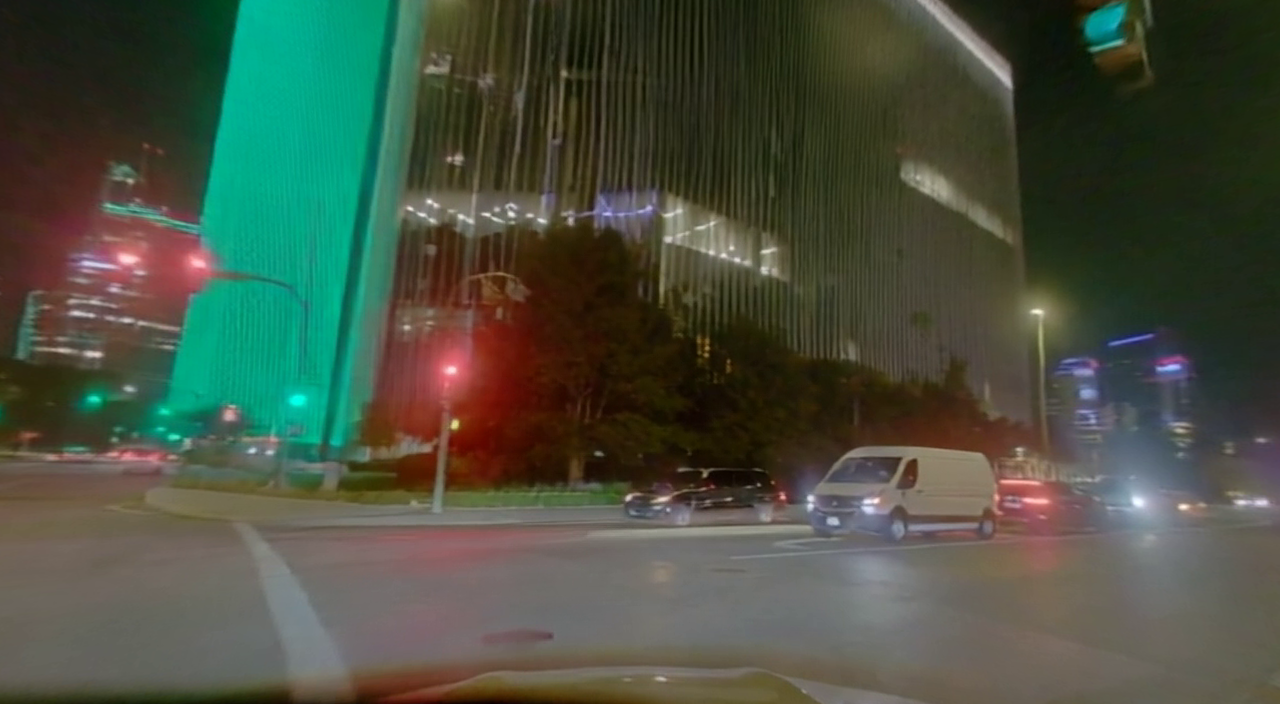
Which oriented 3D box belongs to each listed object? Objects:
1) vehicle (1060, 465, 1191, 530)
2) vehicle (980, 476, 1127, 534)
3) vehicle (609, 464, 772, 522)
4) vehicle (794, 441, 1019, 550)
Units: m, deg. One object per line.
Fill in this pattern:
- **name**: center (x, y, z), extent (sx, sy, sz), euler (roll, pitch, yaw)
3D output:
- **vehicle**: center (17.380, 5.091, 22.508), extent (4.884, 2.024, 2.148), euler (8, -13, -35)
- **vehicle**: center (12.313, 4.452, 18.693), extent (4.632, 1.495, 1.853), euler (7, -14, -34)
- **vehicle**: center (1.511, 3.988, 18.169), extent (4.470, 1.472, 1.868), euler (8, -13, -34)
- **vehicle**: center (6.108, 3.160, 14.229), extent (5.252, 2.013, 2.104), euler (8, -14, -35)
